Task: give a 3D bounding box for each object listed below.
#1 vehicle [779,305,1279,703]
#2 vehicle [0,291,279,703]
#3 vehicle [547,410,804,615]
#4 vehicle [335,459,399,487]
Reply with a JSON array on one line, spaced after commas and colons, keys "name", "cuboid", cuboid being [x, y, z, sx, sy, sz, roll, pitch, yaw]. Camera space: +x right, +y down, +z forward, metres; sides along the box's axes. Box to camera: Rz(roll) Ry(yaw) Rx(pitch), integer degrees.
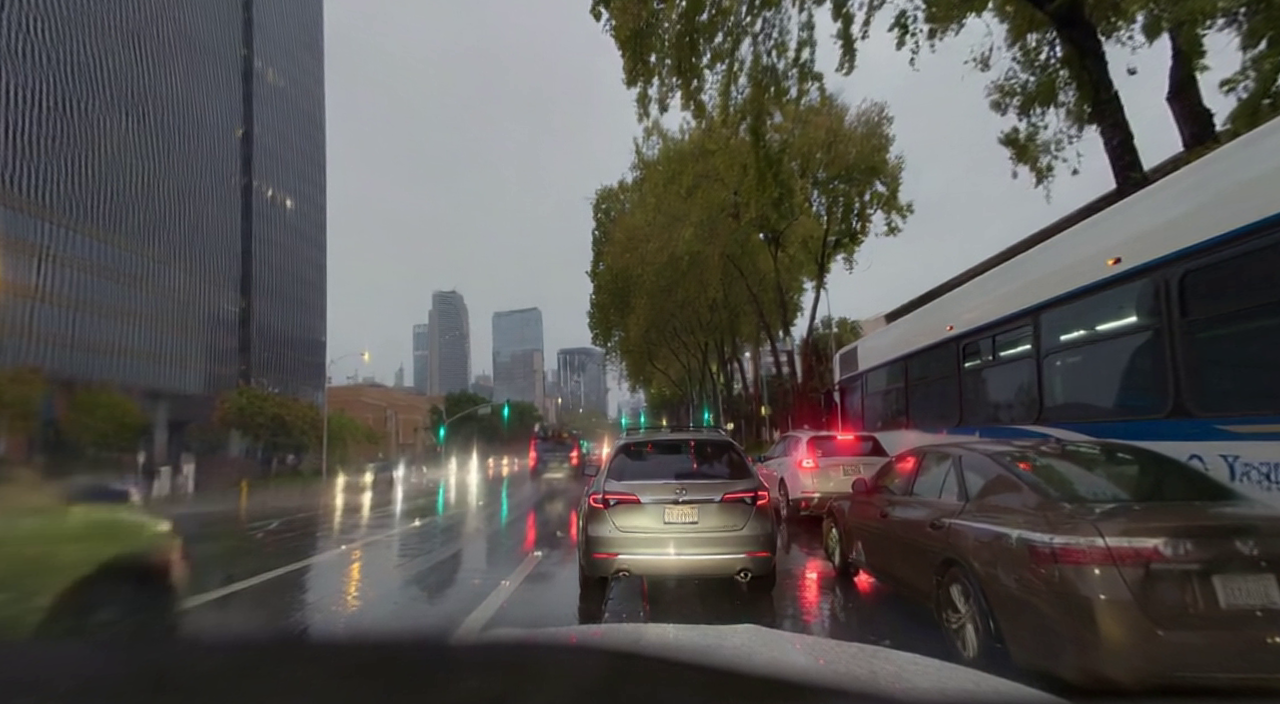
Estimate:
[{"name": "vehicle", "cuboid": [2.731, 1.082, 4.915, 2.117, 1.855, 4.794, 0, -9, -1]}, {"name": "vehicle", "cuboid": [-3.231, 0.533, 0.652, 2.375, 1.847, 5.606, 0, -9, 0]}, {"name": "vehicle", "cuboid": [0.226, 1.547, 6.885, 2.045, 1.608, 3.573, 0, -9, -2]}, {"name": "vehicle", "cuboid": [-19.150, 8.480, 44.495, 2.274, 1.708, 4.863, 0, -9, 1]}]
